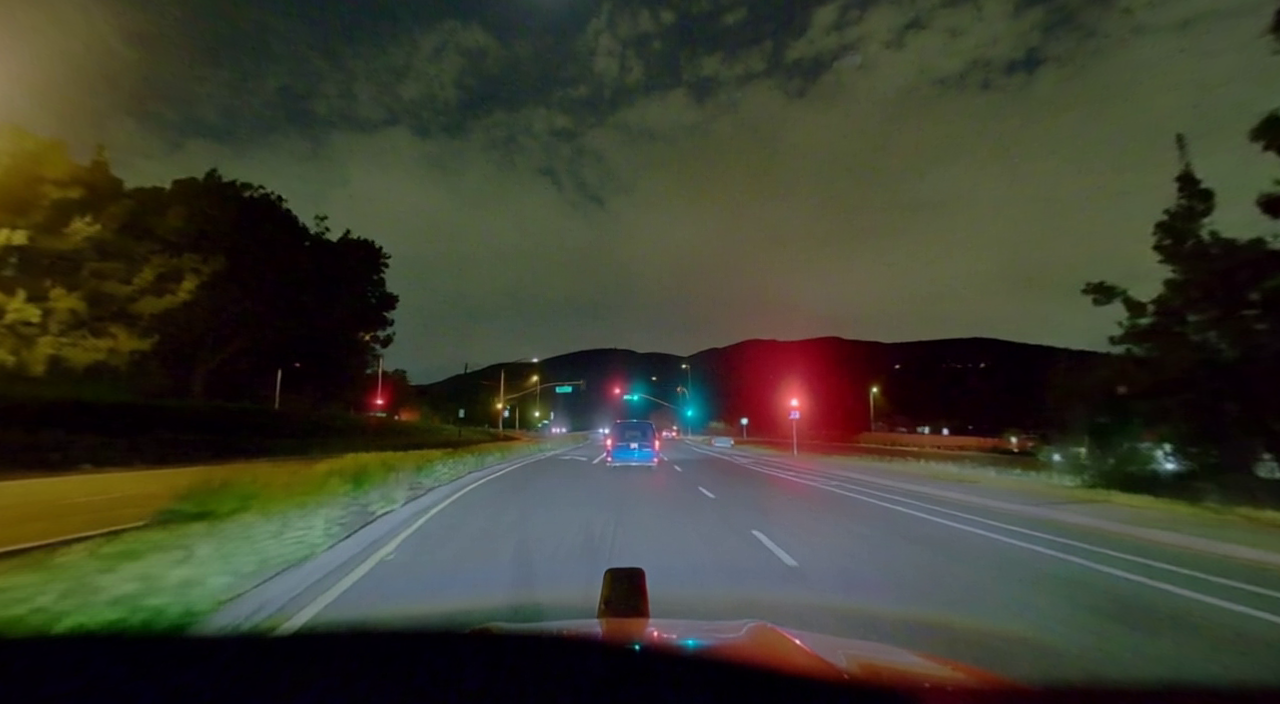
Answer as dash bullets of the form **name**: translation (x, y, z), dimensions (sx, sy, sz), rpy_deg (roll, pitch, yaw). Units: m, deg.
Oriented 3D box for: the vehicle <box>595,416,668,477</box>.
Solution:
- **vehicle**: translation (-0.274, 3.154, 21.141), dimensions (2.185, 1.822, 4.391), rpy_deg (0, -8, 0)
